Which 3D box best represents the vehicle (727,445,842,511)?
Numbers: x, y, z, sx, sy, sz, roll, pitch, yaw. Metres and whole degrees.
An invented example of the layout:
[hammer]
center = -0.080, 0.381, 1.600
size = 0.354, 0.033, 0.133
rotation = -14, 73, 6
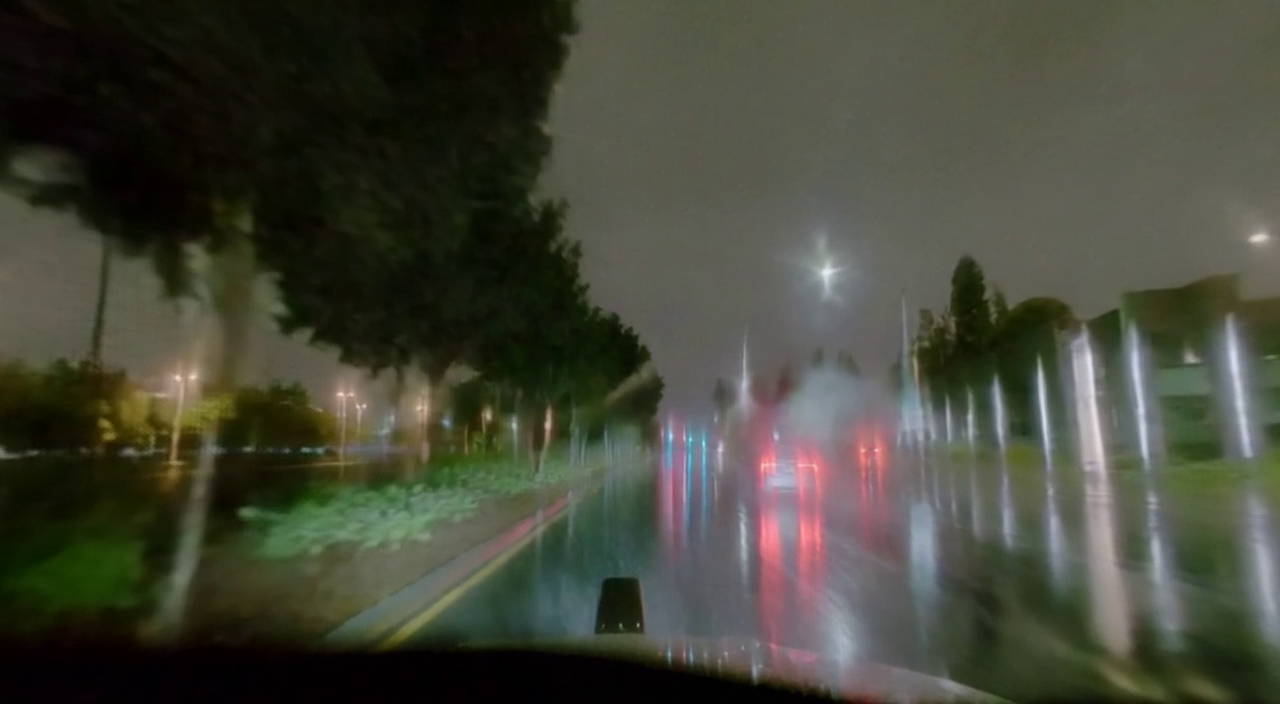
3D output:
[vehicle]
center = 3.602, 3.199, 16.627
size = 1.928, 1.481, 4.453
rotation = 0, -9, -1
